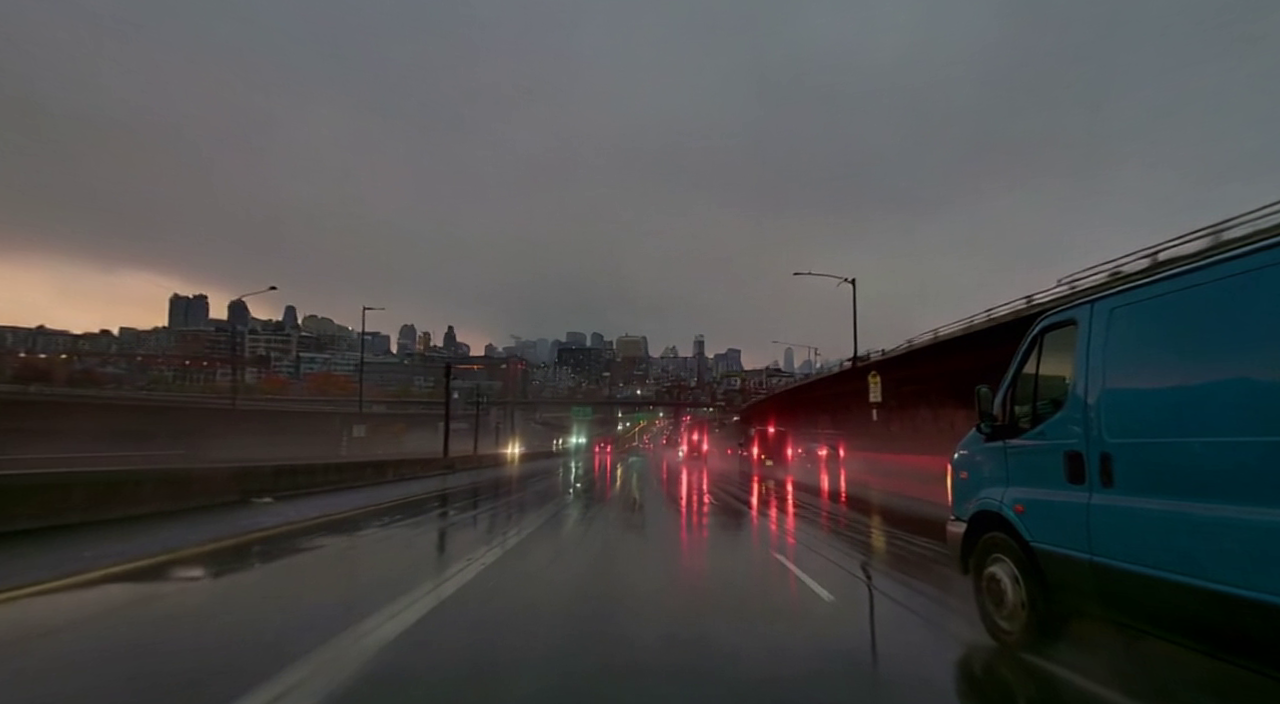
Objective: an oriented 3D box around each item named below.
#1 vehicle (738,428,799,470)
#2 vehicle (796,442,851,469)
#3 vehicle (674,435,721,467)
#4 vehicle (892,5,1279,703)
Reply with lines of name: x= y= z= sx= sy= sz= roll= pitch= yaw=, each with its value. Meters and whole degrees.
vehicle: x=7.287 y=5.586 z=36.446 sx=2.301 sy=2.203 sz=5.419 roll=0 pitch=-8 yaw=-1
vehicle: x=10.834 y=6.194 z=37.689 sx=1.976 sy=1.474 sz=4.779 roll=0 pitch=-9 yaw=2
vehicle: x=3.624 y=6.439 z=41.202 sx=2.464 sy=1.961 sz=5.520 roll=0 pitch=-8 yaw=-1
vehicle: x=3.320 y=0.160 z=1.474 sx=2.436 sy=2.745 sz=7.034 roll=0 pitch=-8 yaw=-1
